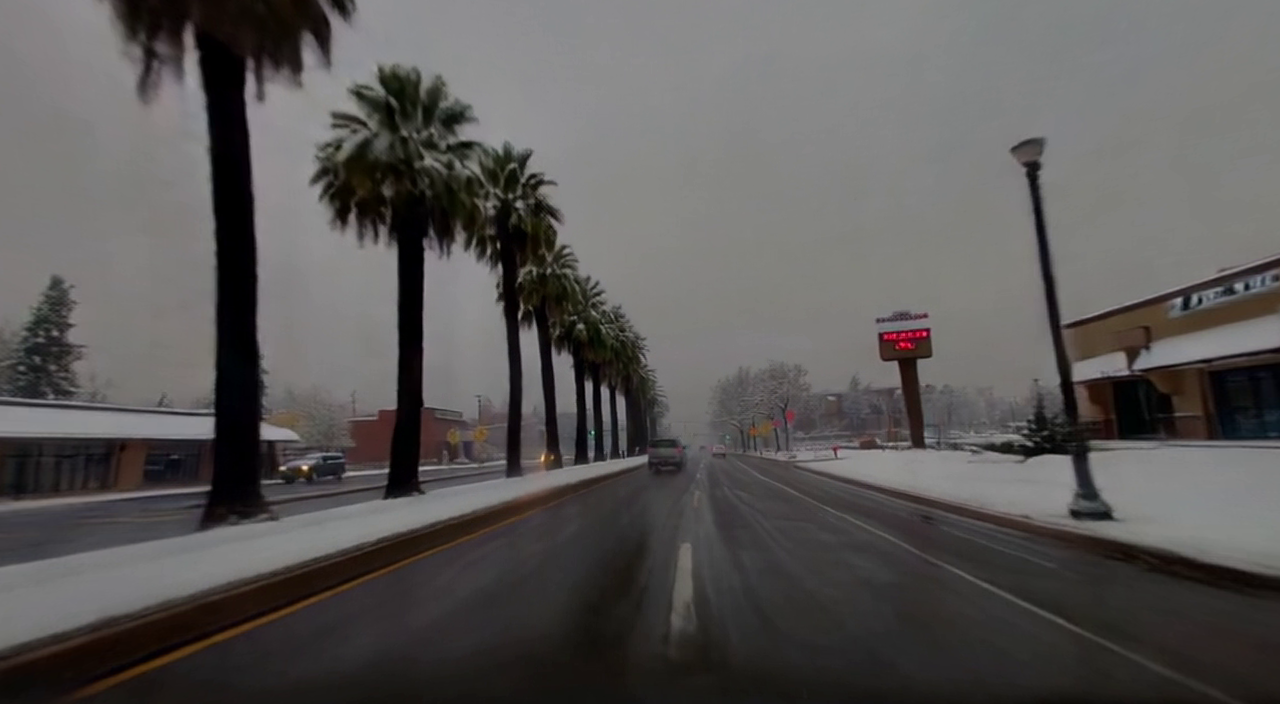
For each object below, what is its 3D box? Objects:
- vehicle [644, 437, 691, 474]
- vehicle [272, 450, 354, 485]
[{"bbox_3d":[1.509,5.325,32.754,2.147,1.745,4.648,0,-8,6],"label":"vehicle"},{"bbox_3d":[-20.287,7.146,39.486,2.294,1.935,4.783,0,-8,5],"label":"vehicle"}]
